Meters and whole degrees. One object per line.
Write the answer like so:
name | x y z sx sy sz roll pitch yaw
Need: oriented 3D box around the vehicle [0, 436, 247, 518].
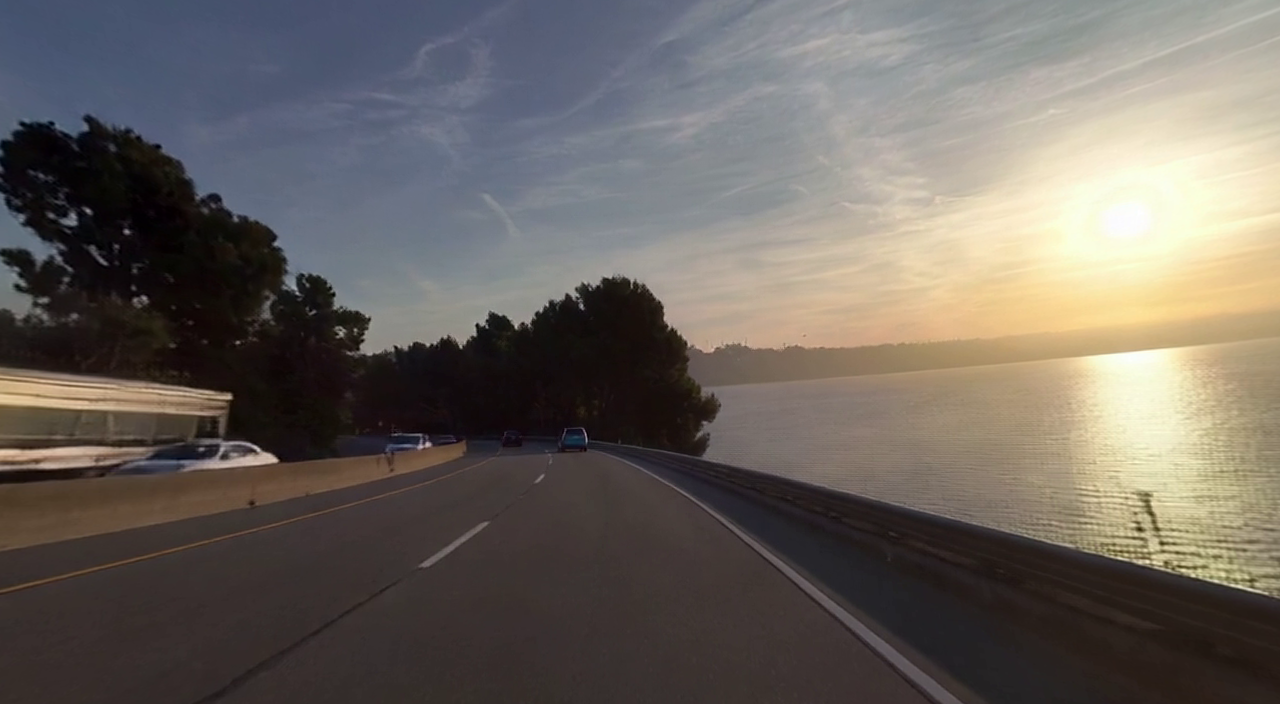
vehicle | -10.917 2.613 13.772 1.987 1.473 4.367 0 -9 -2

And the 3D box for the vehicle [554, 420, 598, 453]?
vehicle | -4.668 6.102 45.134 2.632 2.162 5.529 2 -9 -11

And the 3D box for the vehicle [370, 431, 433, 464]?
vehicle | -12.549 5.071 33.484 2.192 1.617 4.082 1 -9 -7
